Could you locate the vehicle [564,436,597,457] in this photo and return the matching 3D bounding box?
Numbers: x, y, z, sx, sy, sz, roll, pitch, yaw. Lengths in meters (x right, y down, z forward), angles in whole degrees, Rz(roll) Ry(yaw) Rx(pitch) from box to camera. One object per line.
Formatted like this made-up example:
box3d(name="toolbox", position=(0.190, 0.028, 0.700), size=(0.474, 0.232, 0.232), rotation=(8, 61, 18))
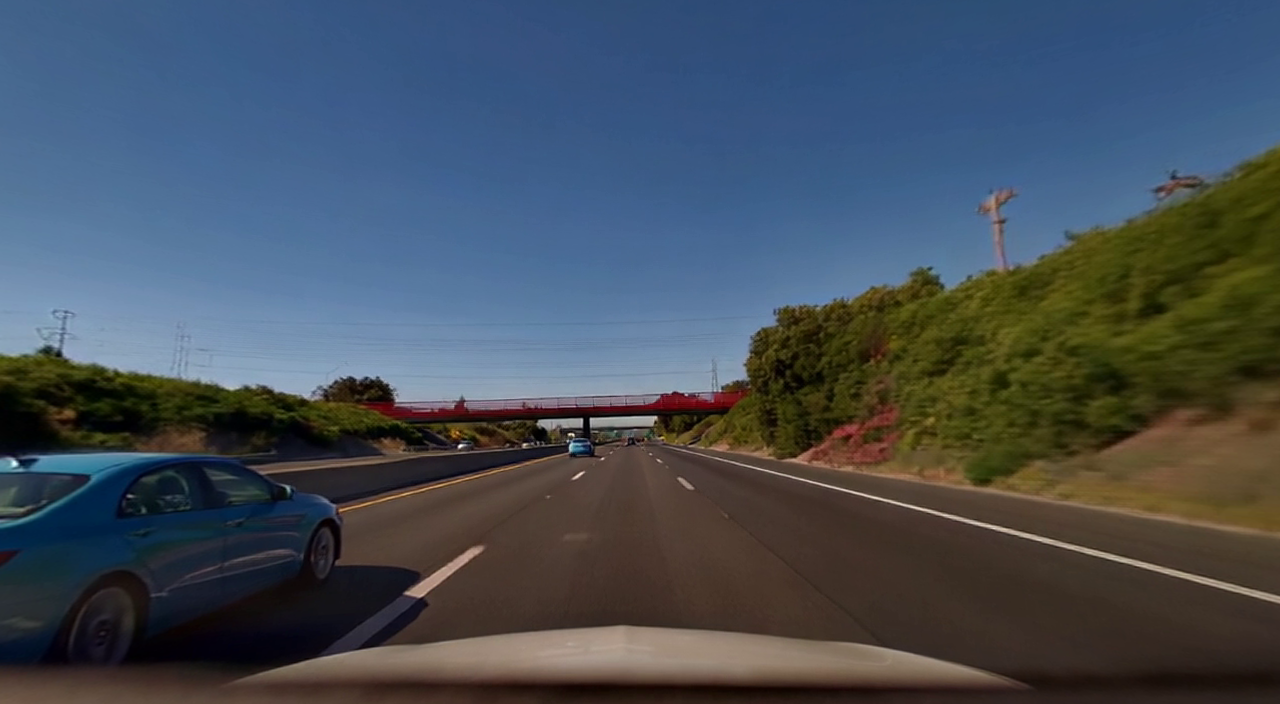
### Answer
box3d(name="vehicle", position=(-4.479, 7.194, 48.263), size=(2.074, 1.535, 4.437), rotation=(0, -8, 0))
